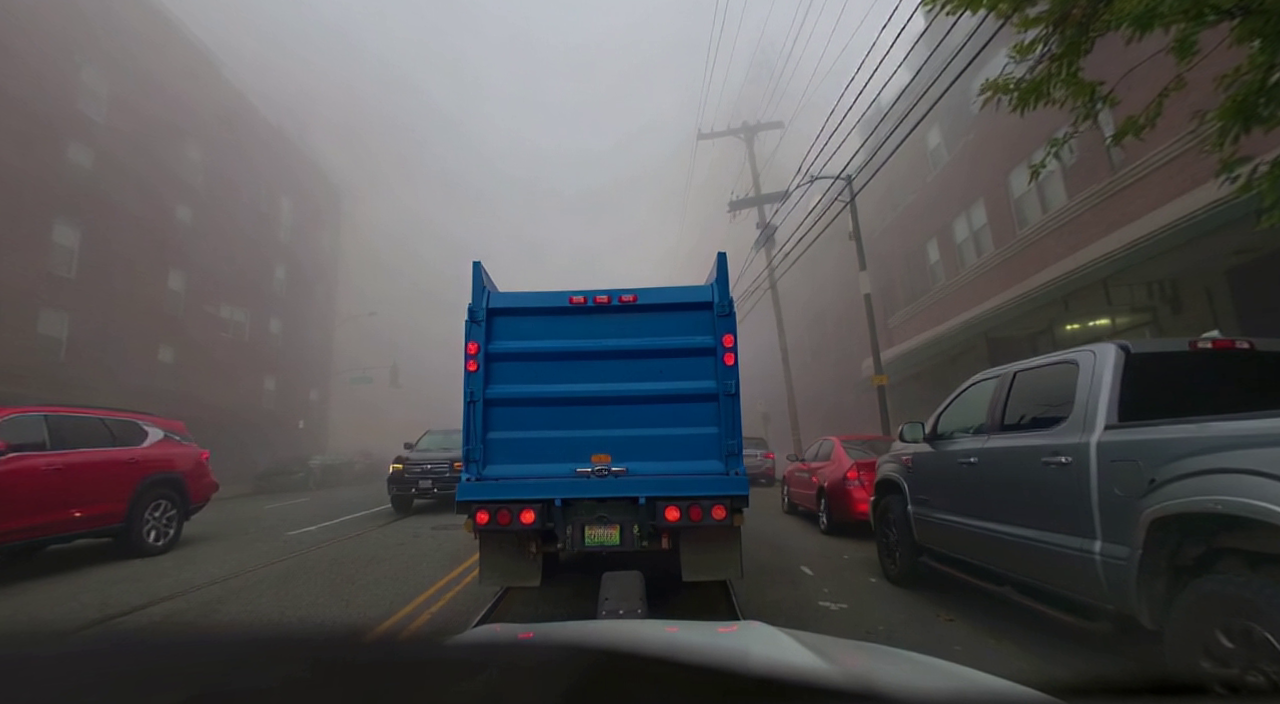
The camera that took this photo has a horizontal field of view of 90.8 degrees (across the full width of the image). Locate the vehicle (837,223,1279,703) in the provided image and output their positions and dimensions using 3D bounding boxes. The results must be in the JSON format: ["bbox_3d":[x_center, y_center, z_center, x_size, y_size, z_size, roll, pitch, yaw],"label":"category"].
[{"bbox_3d":[3.237,0.844,3.869,2.242,1.979,5.722,0,-8,0],"label":"vehicle"}]

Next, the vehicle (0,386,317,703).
[{"bbox_3d":[-4.121,1.107,3.770,1.988,1.657,4.492,0,-8,0],"label":"vehicle"}]

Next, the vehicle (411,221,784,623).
[{"bbox_3d":[-0.229,1.099,9.170,2.878,3.204,8.244,0,-8,2],"label":"vehicle"}]
